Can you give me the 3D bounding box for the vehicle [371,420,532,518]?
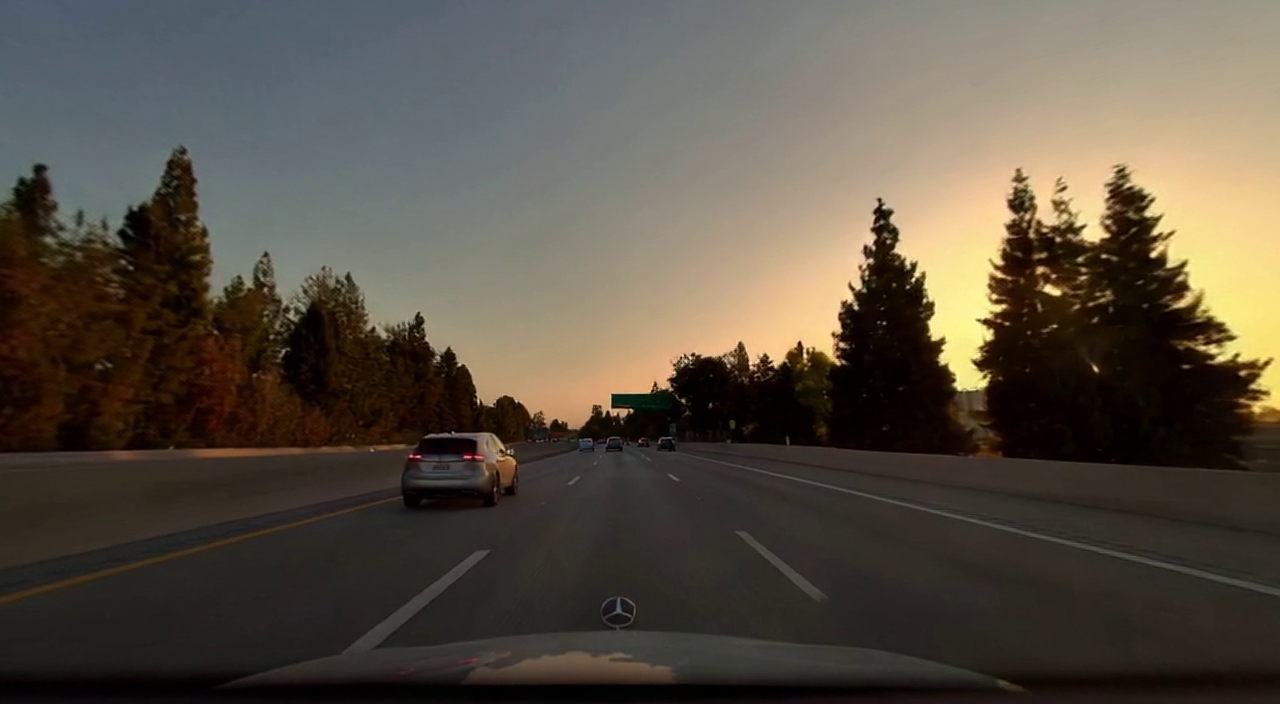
[{"bbox_3d":[-3.612,2.322,13.007,2.074,1.652,4.273,0,-8,-1],"label":"vehicle"}]
